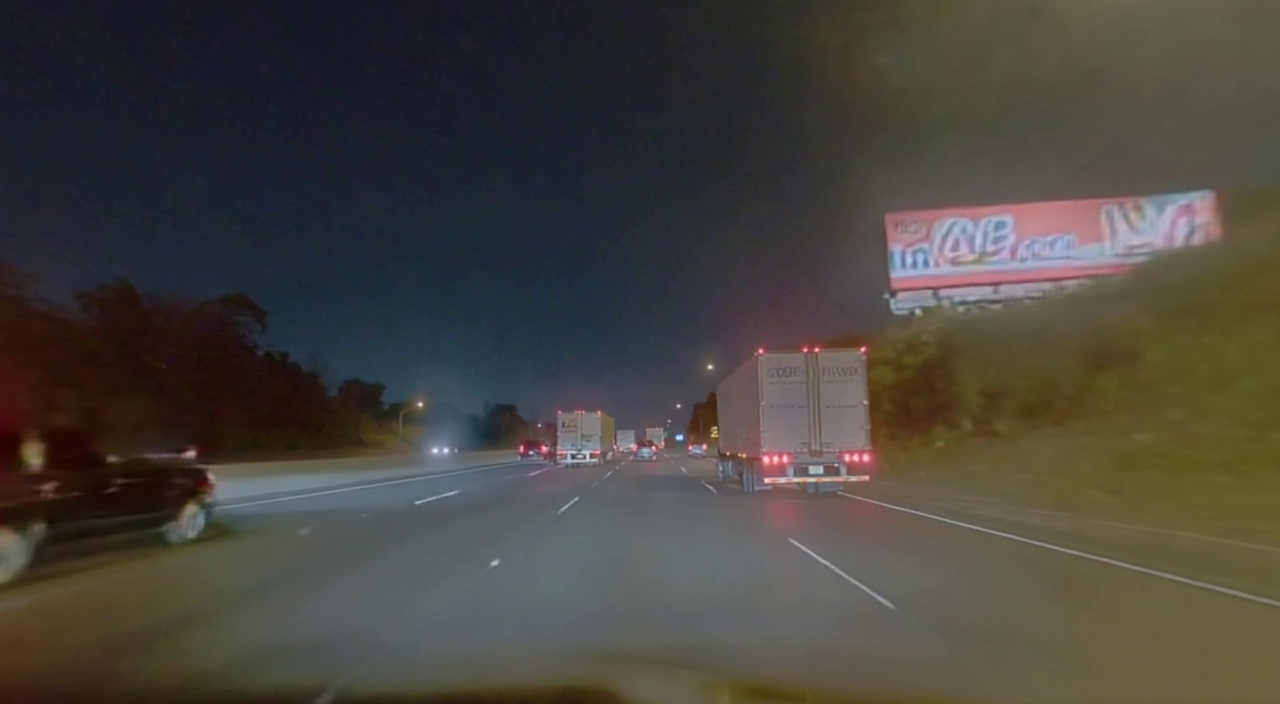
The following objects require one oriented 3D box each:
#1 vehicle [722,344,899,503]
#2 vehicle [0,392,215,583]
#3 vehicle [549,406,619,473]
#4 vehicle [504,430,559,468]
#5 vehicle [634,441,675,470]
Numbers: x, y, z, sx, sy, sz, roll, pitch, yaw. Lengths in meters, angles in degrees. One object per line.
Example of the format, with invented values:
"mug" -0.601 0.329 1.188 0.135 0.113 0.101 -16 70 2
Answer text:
"vehicle" 4.224 2.113 17.691 2.895 3.484 7.631 0 -9 1
"vehicle" -7.385 1.381 6.533 2.272 1.850 5.156 0 -9 1
"vehicle" -2.751 4.684 33.596 2.745 3.156 7.608 0 -9 2
"vehicle" -6.664 6.040 39.517 2.322 2.195 5.556 0 -9 2
"vehicle" 0.791 5.602 34.321 2.105 1.502 4.068 0 -9 1
